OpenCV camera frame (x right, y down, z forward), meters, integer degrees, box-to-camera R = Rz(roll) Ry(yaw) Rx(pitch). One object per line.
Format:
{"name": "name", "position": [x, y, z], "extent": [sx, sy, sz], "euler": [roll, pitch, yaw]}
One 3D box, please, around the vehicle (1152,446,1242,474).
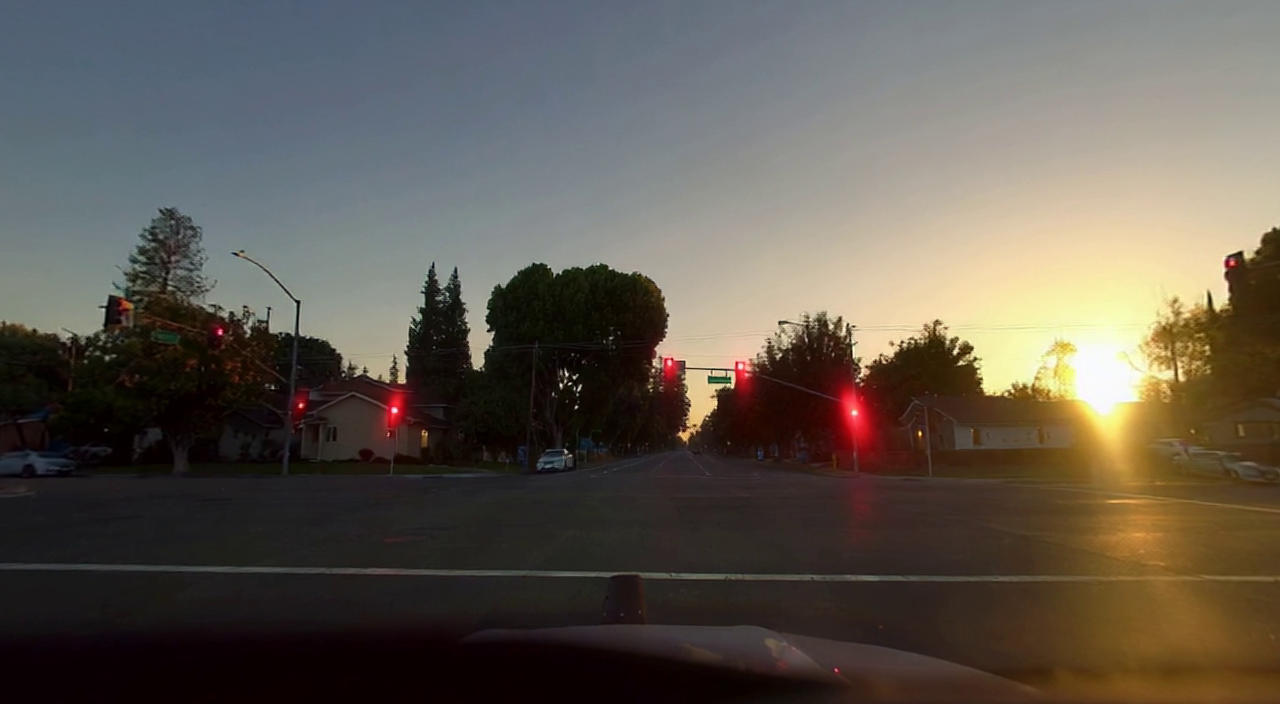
{"name": "vehicle", "position": [36.781, 7.105, 41.871], "extent": [1.853, 1.723, 4.460], "euler": [0, -9, 0]}

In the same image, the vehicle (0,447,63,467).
{"name": "vehicle", "position": [-44.284, 7.526, 45.380], "extent": [3.949, 1.422, 1.744], "euler": [0, -9, 1]}
